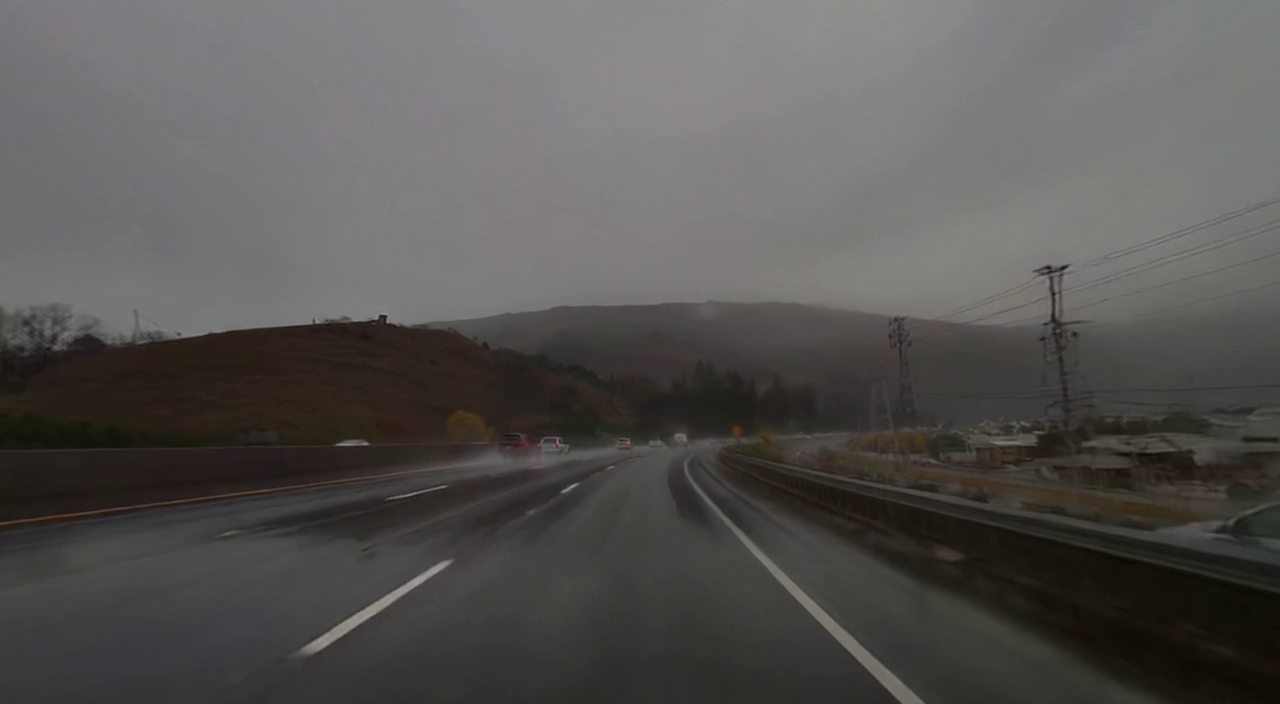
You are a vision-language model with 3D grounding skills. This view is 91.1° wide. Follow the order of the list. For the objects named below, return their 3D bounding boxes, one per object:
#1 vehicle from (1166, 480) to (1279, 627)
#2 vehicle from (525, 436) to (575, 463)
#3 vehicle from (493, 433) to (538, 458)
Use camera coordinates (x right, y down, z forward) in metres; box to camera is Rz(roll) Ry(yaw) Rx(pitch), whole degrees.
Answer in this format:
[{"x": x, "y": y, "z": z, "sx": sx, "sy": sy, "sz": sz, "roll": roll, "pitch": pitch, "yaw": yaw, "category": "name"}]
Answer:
[{"x": 10.308, "y": 2.787, "z": 8.009, "sx": 2.325, "sy": 1.972, "sz": 5.577, "roll": 1, "pitch": -9, "yaw": 0, "category": "vehicle"}, {"x": -5.361, "y": 5.883, "z": 37.896, "sx": 2.010, "sy": 1.489, "sz": 4.456, "roll": 0, "pitch": -9, "yaw": 5, "category": "vehicle"}, {"x": -9.097, "y": 6.924, "z": 46.300, "sx": 2.063, "sy": 1.743, "sz": 4.392, "roll": 0, "pitch": -9, "yaw": 5, "category": "vehicle"}]
